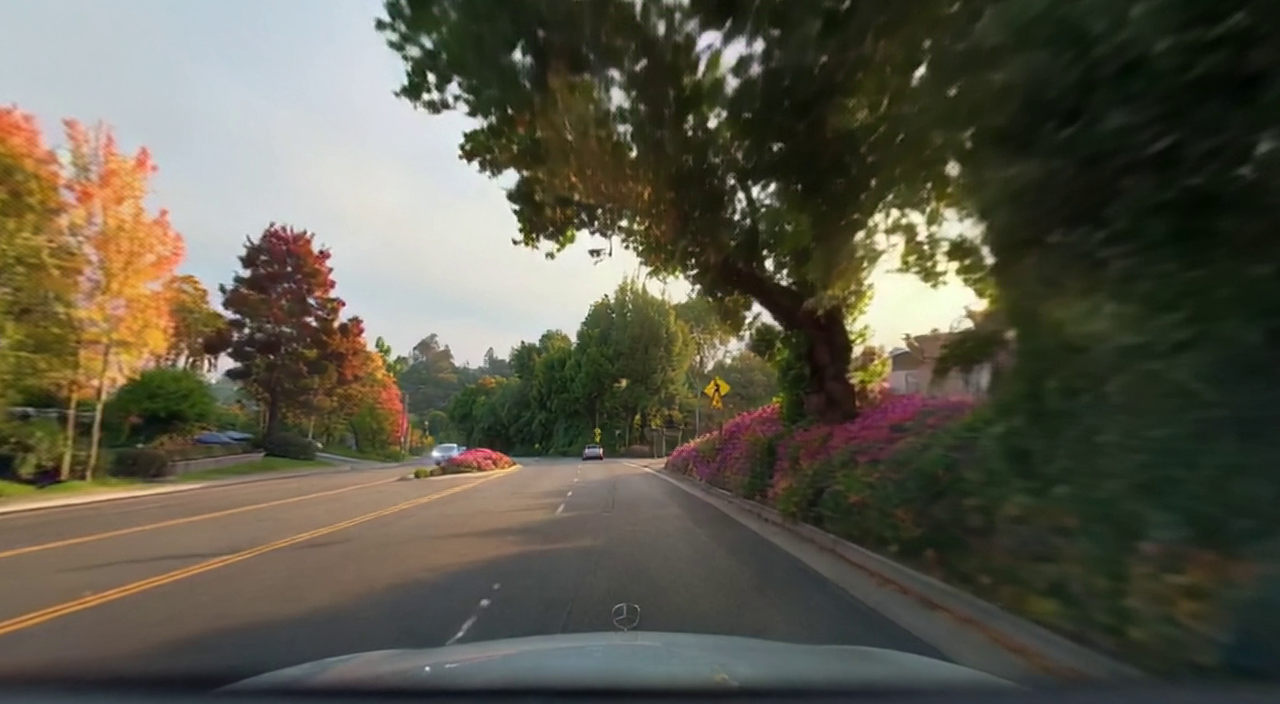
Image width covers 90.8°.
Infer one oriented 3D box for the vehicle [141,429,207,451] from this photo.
[{"bbox_3d":[-36.599,6.929,49.642,4.083,1.464,1.747,-1,-15,14],"label":"vehicle"}]
